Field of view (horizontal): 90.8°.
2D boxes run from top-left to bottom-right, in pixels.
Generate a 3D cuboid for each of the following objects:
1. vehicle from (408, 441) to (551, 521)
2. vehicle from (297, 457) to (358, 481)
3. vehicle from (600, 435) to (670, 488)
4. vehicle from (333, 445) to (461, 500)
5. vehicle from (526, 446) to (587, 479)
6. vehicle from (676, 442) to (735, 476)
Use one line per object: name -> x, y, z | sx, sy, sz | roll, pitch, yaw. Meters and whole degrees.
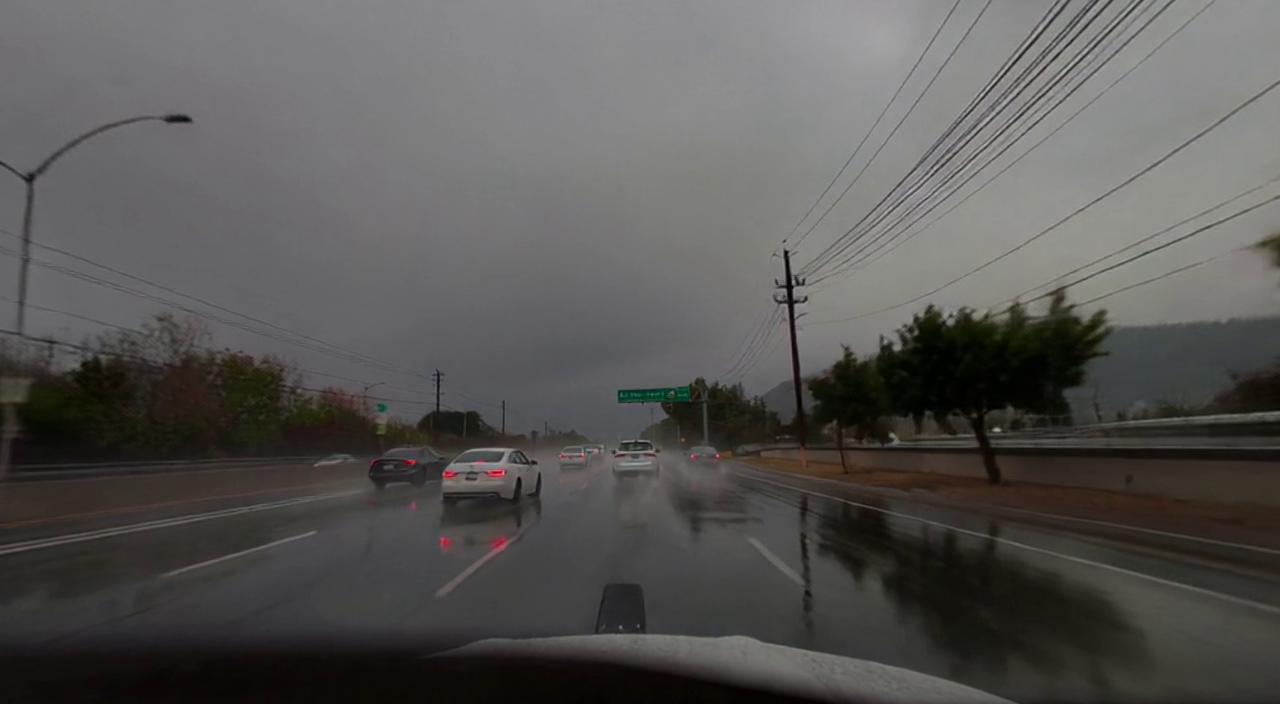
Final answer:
vehicle -> -3.272, 2.714, 13.915 | 1.958, 1.447, 4.454 | 0, -8, 0
vehicle -> -22.344, 8.346, 45.358 | 2.048, 1.530, 4.605 | 0, -8, 0
vehicle -> -0.179, 3.909, 22.900 | 2.284, 1.699, 4.168 | 0, -8, 0
vehicle -> -7.105, 3.534, 19.090 | 1.959, 1.435, 4.719 | 0, -8, 1
vehicle -> -3.759, 5.068, 29.336 | 2.203, 1.425, 4.610 | 0, -8, 0
vehicle -> 3.029, 5.066, 30.173 | 2.197, 1.464, 4.356 | 0, -8, -2
